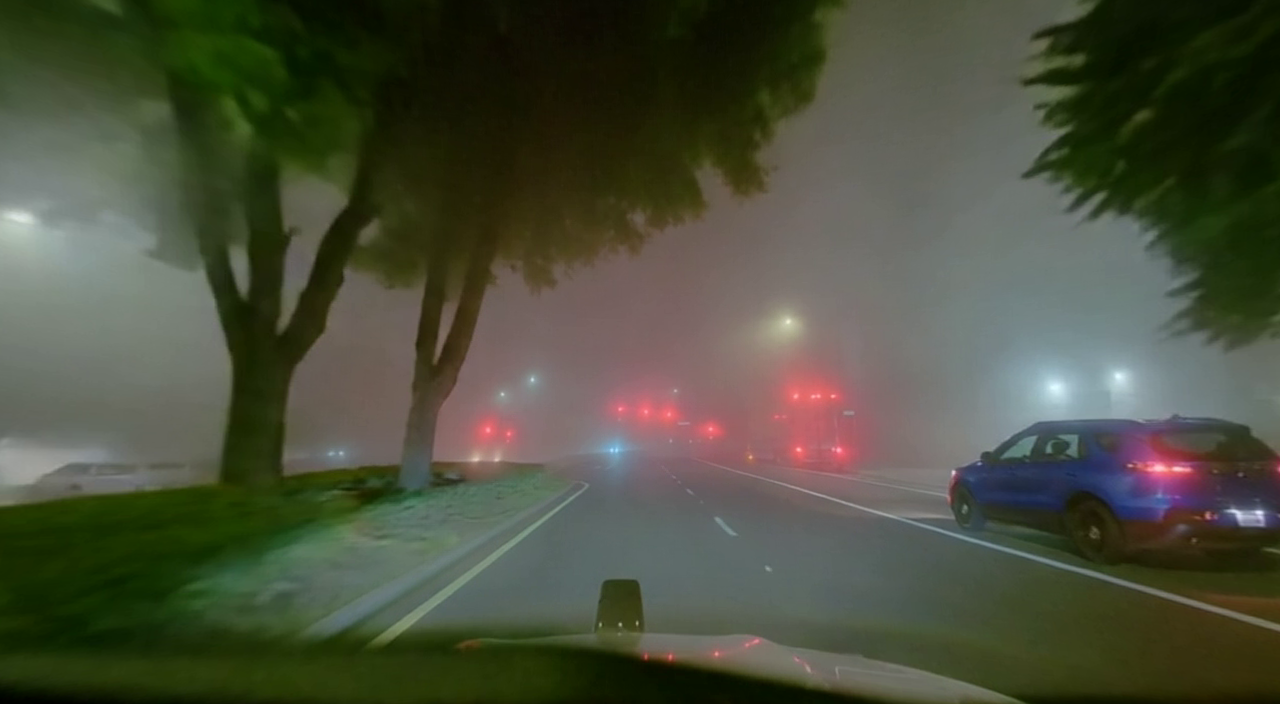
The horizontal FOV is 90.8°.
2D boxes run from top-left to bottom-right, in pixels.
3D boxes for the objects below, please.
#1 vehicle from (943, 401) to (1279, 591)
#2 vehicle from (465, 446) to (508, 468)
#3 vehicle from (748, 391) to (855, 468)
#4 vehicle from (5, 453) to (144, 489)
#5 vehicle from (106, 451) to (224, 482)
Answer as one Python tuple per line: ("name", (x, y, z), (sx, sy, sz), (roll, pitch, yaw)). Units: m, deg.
("vehicle", (6.167, 1.684, 8.285), (2.012, 1.754, 4.635), (0, -8, -1))
("vehicle", (-11.189, 7.648, 46.419), (1.954, 1.496, 4.590), (-1, -8, 1))
("vehicle", (10.282, 5.454, 43.047), (2.975, 4.201, 17.050), (0, -8, 0))
("vehicle", (-24.957, 5.246, 27.973), (4.461, 1.452, 1.855), (-1, -8, 3))
("vehicle", (-24.749, 5.969, 33.032), (4.499, 1.507, 1.978), (0, -8, 0))
